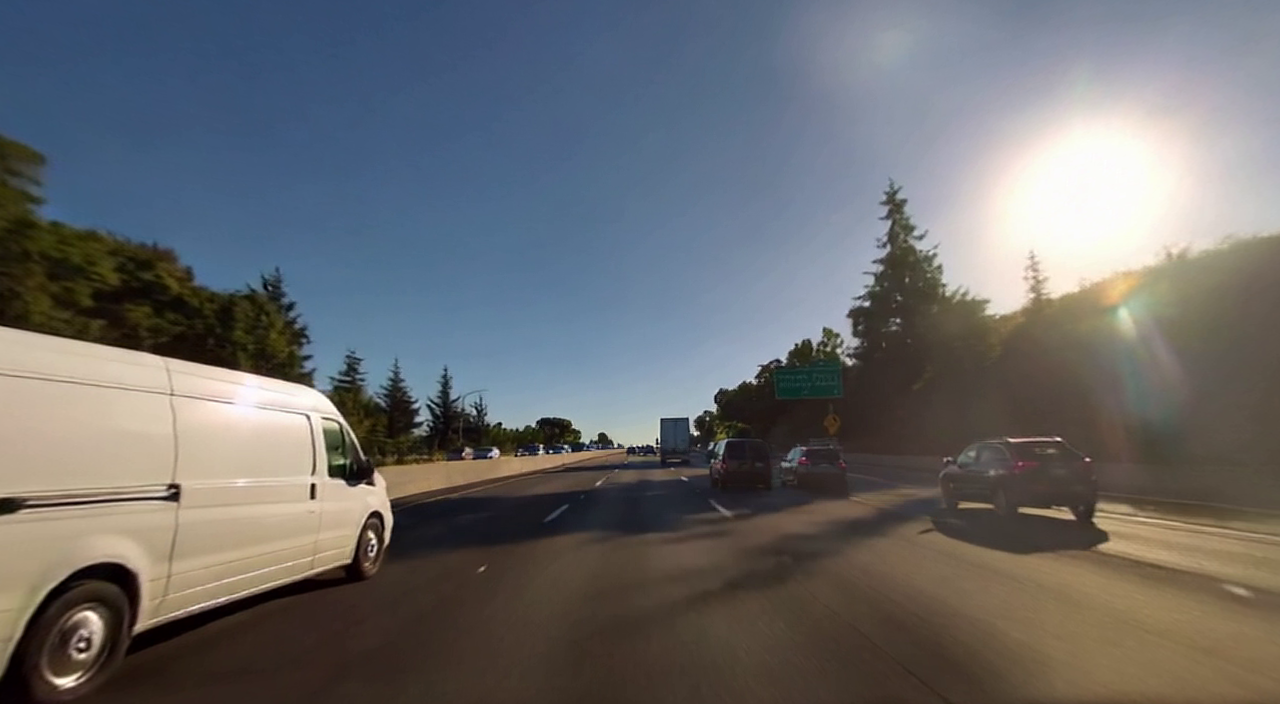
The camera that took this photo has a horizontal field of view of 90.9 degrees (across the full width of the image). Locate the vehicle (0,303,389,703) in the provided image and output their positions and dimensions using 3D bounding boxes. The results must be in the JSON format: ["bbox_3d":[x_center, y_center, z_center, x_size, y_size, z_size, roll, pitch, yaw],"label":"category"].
[{"bbox_3d":[-3.722,0.926,3.710,2.159,1.922,5.345,0,-8,1],"label":"vehicle"}]

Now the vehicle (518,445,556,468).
[{"bbox_3d":[-7.662,7.805,47.368,2.012,1.669,4.599,0,-8,2],"label":"vehicle"}]

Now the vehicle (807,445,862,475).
[{"bbox_3d":[10.174,5.655,33.281,1.827,1.493,3.919,0,-8,3],"label":"vehicle"}]

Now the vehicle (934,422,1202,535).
[{"bbox_3d":[7.507,2.235,11.757,1.976,1.703,4.288,0,-8,0],"label":"vehicle"}]

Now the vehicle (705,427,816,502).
[{"bbox_3d":[3.295,3.187,18.308,2.209,1.862,4.717,0,-8,-1],"label":"vehicle"}]

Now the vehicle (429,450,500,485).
[{"bbox_3d":[-8.024,5.294,29.248,1.911,1.440,4.514,0,-8,1],"label":"vehicle"}]
